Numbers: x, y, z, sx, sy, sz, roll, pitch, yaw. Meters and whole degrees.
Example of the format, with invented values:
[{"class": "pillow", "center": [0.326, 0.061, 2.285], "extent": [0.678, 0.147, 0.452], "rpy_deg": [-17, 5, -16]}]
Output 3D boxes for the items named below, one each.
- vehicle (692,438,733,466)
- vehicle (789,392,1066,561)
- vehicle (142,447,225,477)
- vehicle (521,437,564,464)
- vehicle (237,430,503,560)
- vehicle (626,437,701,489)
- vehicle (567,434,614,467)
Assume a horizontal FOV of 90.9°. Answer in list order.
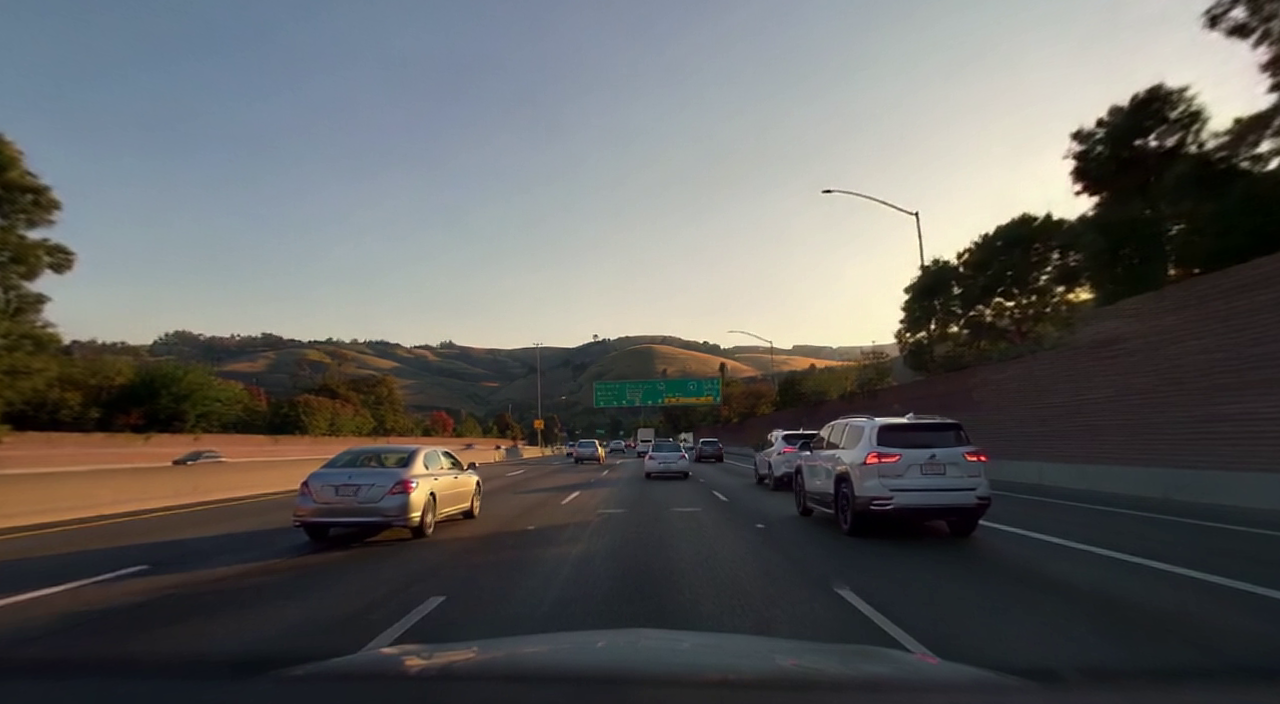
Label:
[{"class": "vehicle", "center": [4.112, 5.715, 36.356], "extent": [1.855, 1.513, 3.915], "rpy_deg": [0, -8, 0]}, {"class": "vehicle", "center": [3.656, 1.662, 9.105], "extent": [1.930, 1.831, 4.344], "rpy_deg": [0, -8, 0]}, {"class": "vehicle", "center": [-28.941, 6.949, 40.160], "extent": [1.840, 1.725, 4.605], "rpy_deg": [0, -8, 0]}, {"class": "vehicle", "center": [-6.738, 6.891, 44.277], "extent": [2.055, 1.751, 4.825], "rpy_deg": [0, -8, 2]}, {"class": "vehicle", "center": [-3.538, 1.938, 9.369], "extent": [1.961, 1.456, 4.362], "rpy_deg": [0, -8, 1]}, {"class": "vehicle", "center": [0.686, 3.422, 19.807], "extent": [2.105, 1.471, 3.978], "rpy_deg": [0, -8, 0]}, {"class": "vehicle", "center": [-2.802, 5.787, 37.073], "extent": [2.154, 1.793, 4.736], "rpy_deg": [0, -8, 3]}]
